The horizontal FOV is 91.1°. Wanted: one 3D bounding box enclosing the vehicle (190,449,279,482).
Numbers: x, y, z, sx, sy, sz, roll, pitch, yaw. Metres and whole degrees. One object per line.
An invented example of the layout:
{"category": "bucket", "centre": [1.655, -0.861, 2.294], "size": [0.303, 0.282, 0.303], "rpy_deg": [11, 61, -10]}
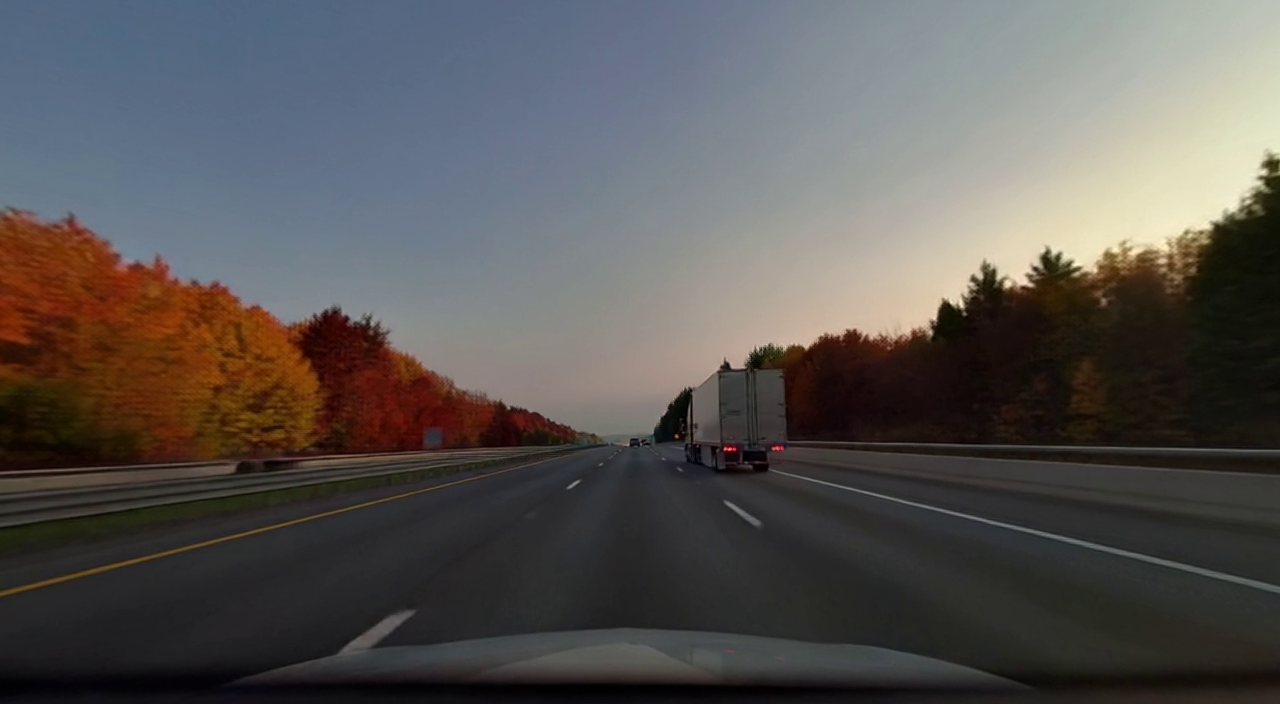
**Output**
{"category": "vehicle", "centre": [-21.293, 5.943, 33.225], "size": [1.867, 1.515, 4.266], "rpy_deg": [0, -8, 0]}

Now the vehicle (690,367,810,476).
{"category": "vehicle", "centre": [4.260, 3.078, 26.853], "size": [3.348, 3.847, 8.908], "rpy_deg": [0, -8, -1]}
